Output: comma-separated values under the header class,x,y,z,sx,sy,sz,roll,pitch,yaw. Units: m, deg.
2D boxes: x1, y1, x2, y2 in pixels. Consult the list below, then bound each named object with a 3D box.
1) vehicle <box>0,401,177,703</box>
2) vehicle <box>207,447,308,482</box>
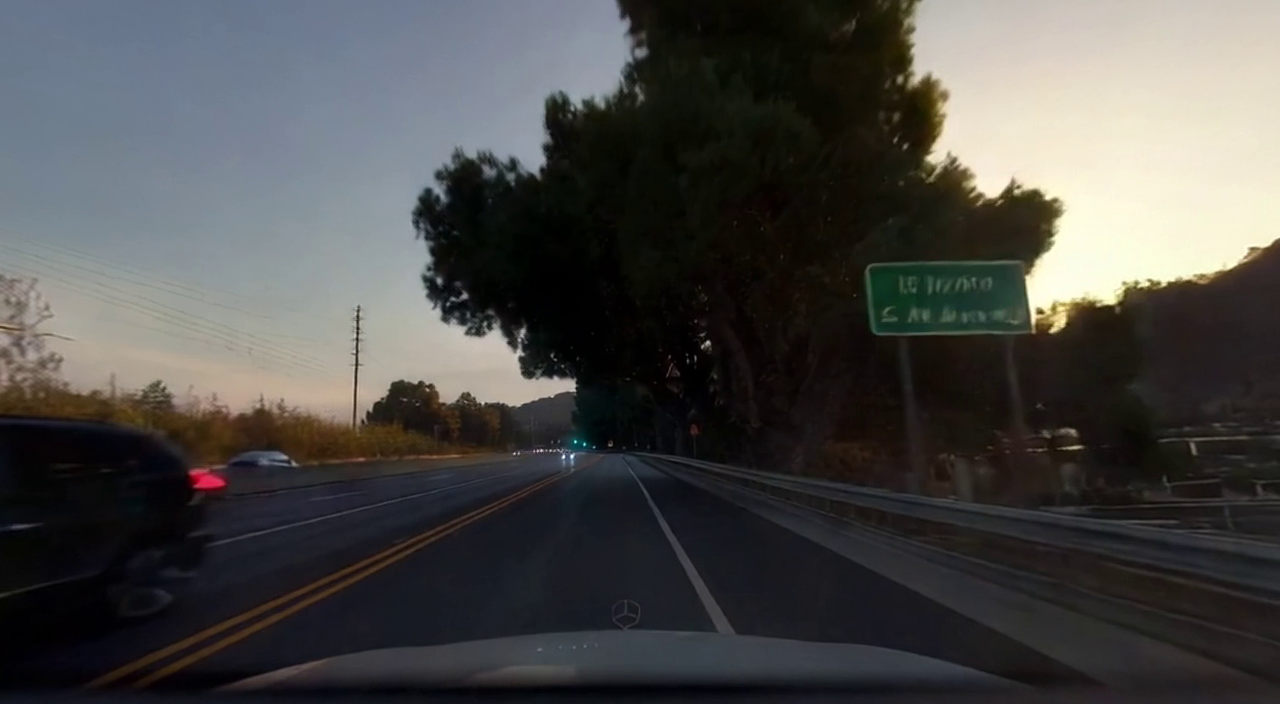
class,x,y,z,sx,sy,sz,roll,pitch,yaw
vehicle,-4.205,0.904,2.432,1.722,1.523,3.736,-1,-9,6
vehicle,-18.336,5.399,30.548,2.036,1.525,4.677,0,-9,-1
